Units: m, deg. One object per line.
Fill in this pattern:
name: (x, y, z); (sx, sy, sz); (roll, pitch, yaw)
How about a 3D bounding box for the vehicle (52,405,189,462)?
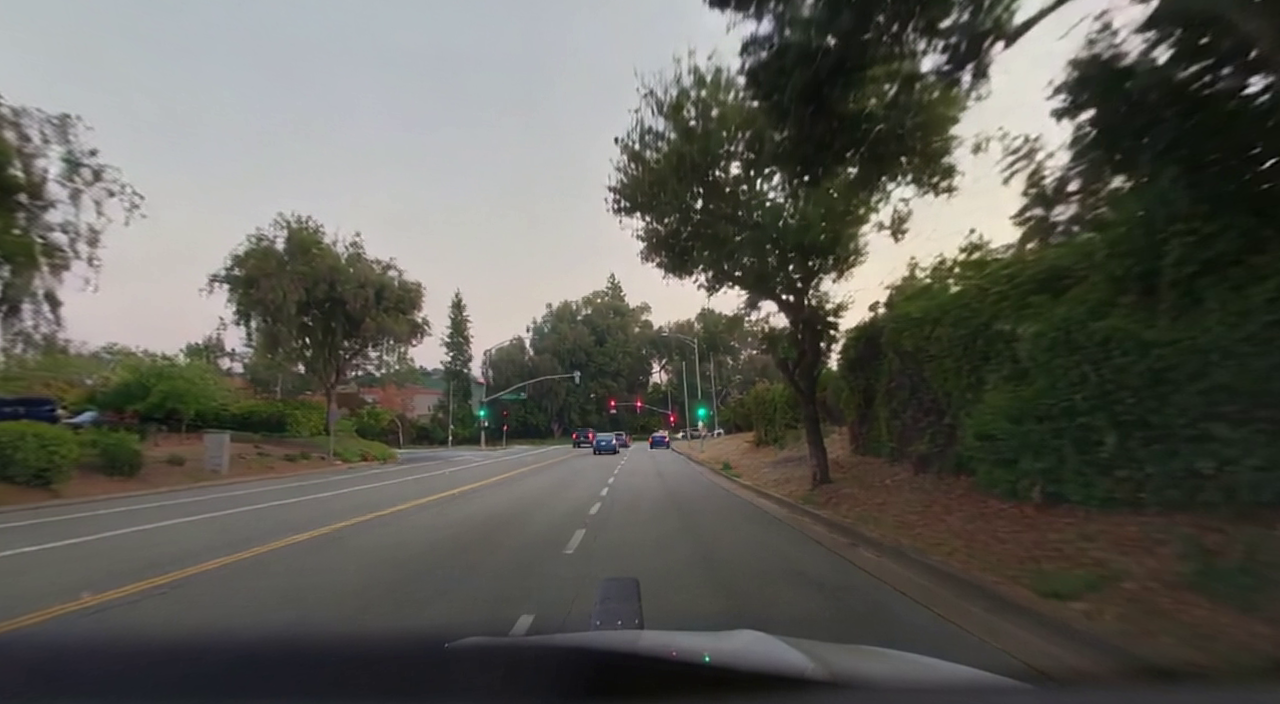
vehicle: (-33.530, 5.228, 40.735); (9.036, 3.379, 2.893); (-3, -8, 25)
